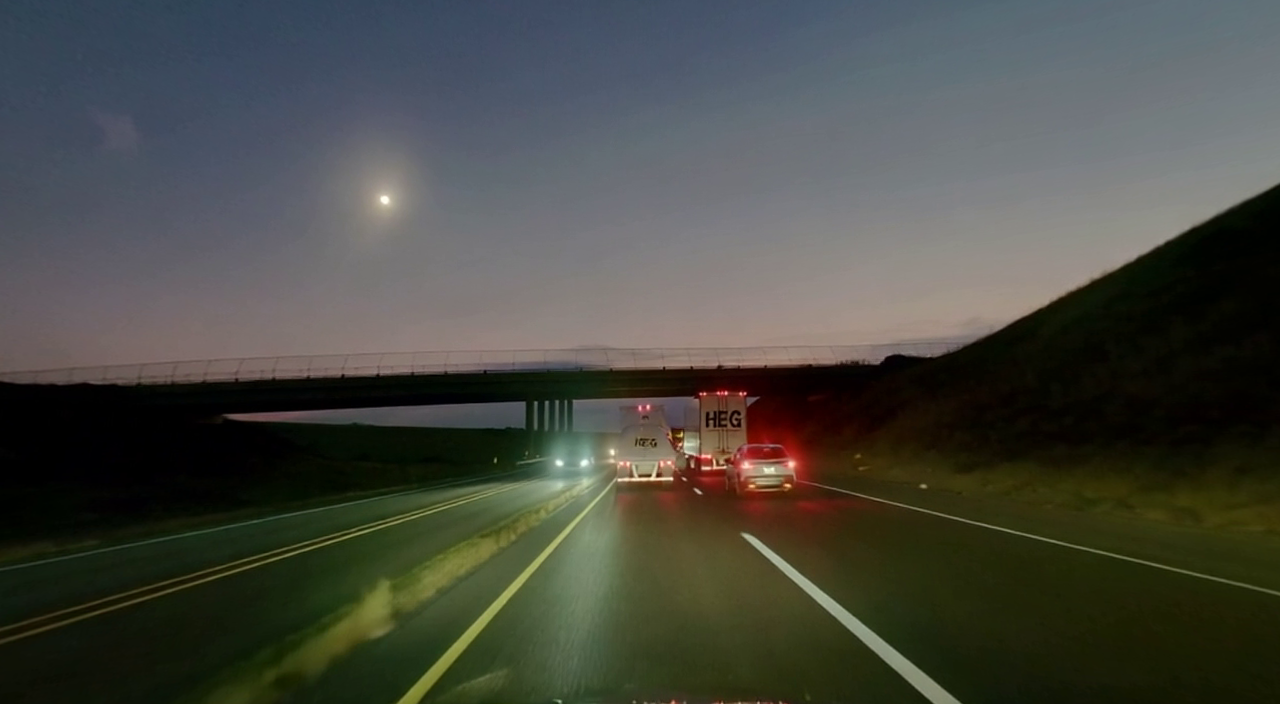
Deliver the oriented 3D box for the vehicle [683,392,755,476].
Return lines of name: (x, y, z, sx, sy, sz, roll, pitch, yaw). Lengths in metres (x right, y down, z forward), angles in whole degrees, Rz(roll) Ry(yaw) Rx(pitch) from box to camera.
vehicle: (4.002, 4.440, 33.588, 2.948, 3.974, 6.480, -1, -9, 0)

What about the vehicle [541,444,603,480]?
vehicle: (-2.984, 4.945, 28.580, 2.091, 1.489, 4.397, -1, -9, 3)

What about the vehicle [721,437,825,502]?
vehicle: (3.448, 3.141, 17.190, 1.972, 1.505, 3.946, -1, -9, 0)

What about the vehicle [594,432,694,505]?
vehicle: (0.144, 2.964, 16.401, 2.256, 1.615, 4.114, -1, -9, 2)
